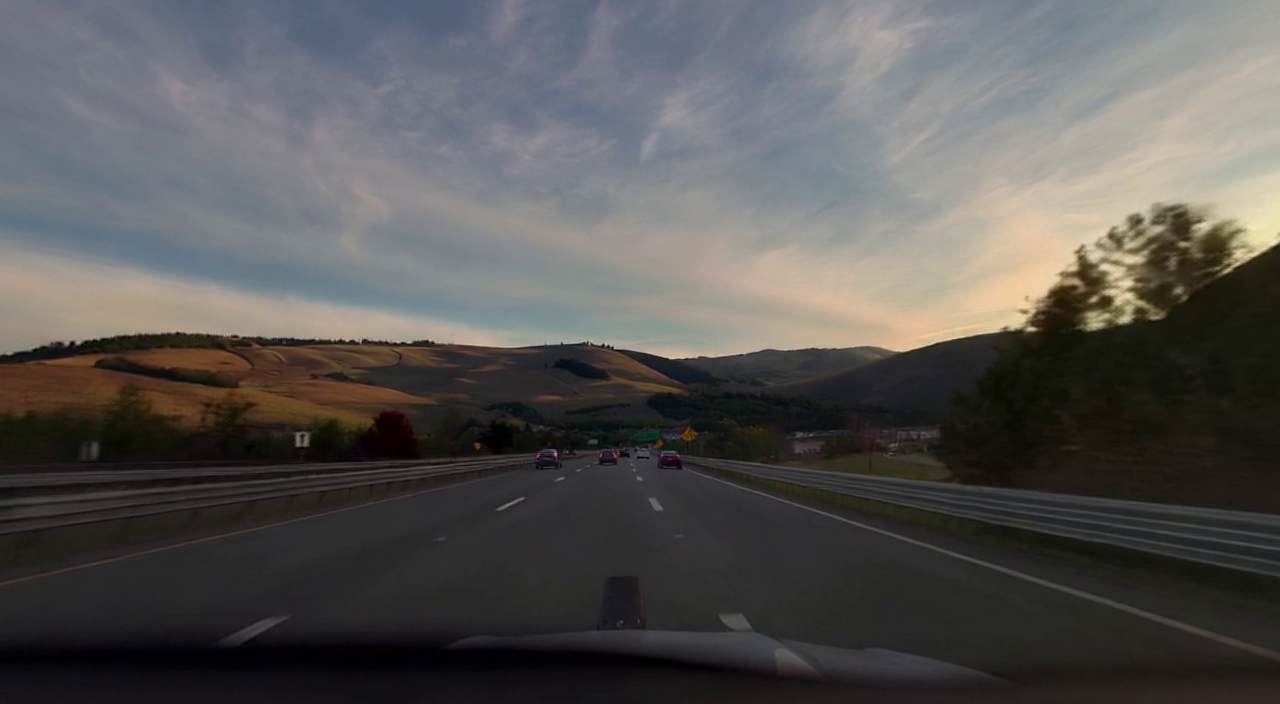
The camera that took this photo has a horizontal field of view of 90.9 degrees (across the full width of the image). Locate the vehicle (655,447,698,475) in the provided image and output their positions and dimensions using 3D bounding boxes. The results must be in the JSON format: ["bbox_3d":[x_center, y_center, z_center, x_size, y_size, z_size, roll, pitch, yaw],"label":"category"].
[{"bbox_3d":[2.013,6.203,35.997,2.019,1.475,4.301,0,-9,-2],"label":"vehicle"}]

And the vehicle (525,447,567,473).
[{"bbox_3d":[-5.560,6.460,37.745,1.955,1.468,3.637,0,-9,-1],"label":"vehicle"}]
